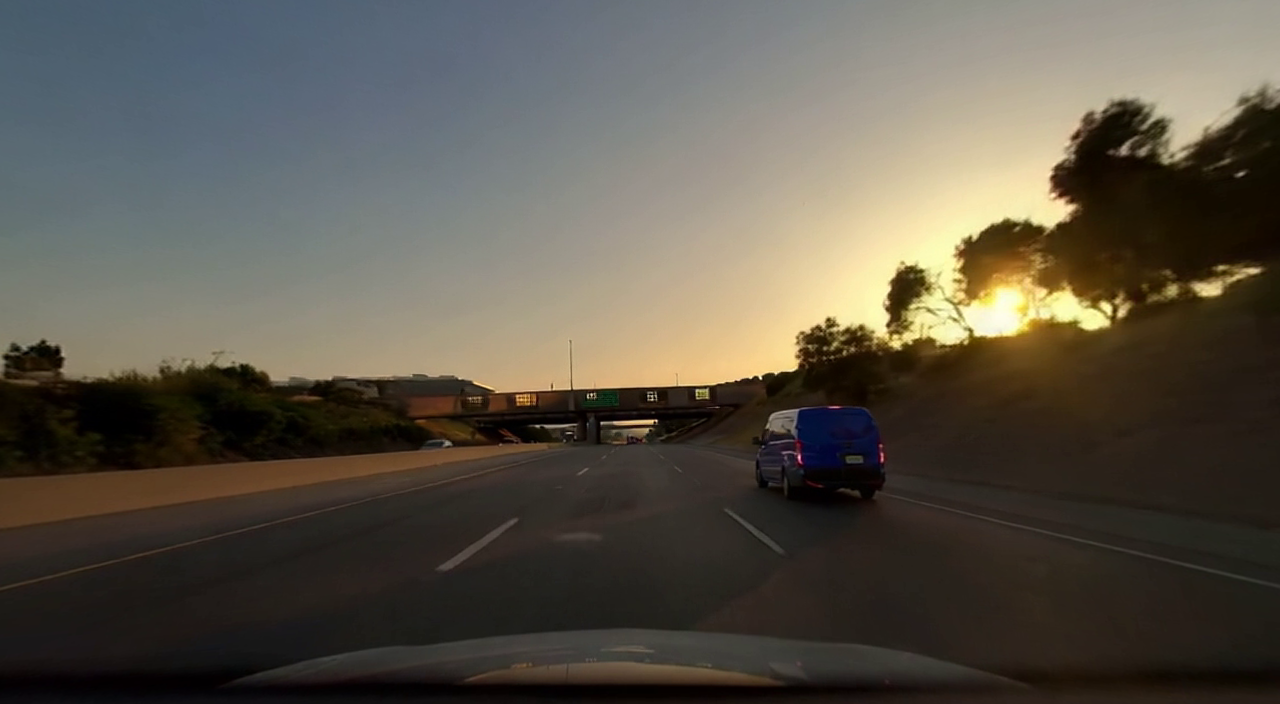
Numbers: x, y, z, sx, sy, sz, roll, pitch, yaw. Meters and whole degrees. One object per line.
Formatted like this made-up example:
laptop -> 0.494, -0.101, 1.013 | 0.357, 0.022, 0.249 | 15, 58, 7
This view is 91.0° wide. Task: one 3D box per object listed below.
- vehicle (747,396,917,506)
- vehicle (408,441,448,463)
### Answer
vehicle -> 3.939, 2.138, 13.955 | 2.161, 2.002, 4.631 | 0, -8, -2
vehicle -> -15.588, 7.371, 46.450 | 1.798, 1.531, 3.578 | 0, -8, -1
